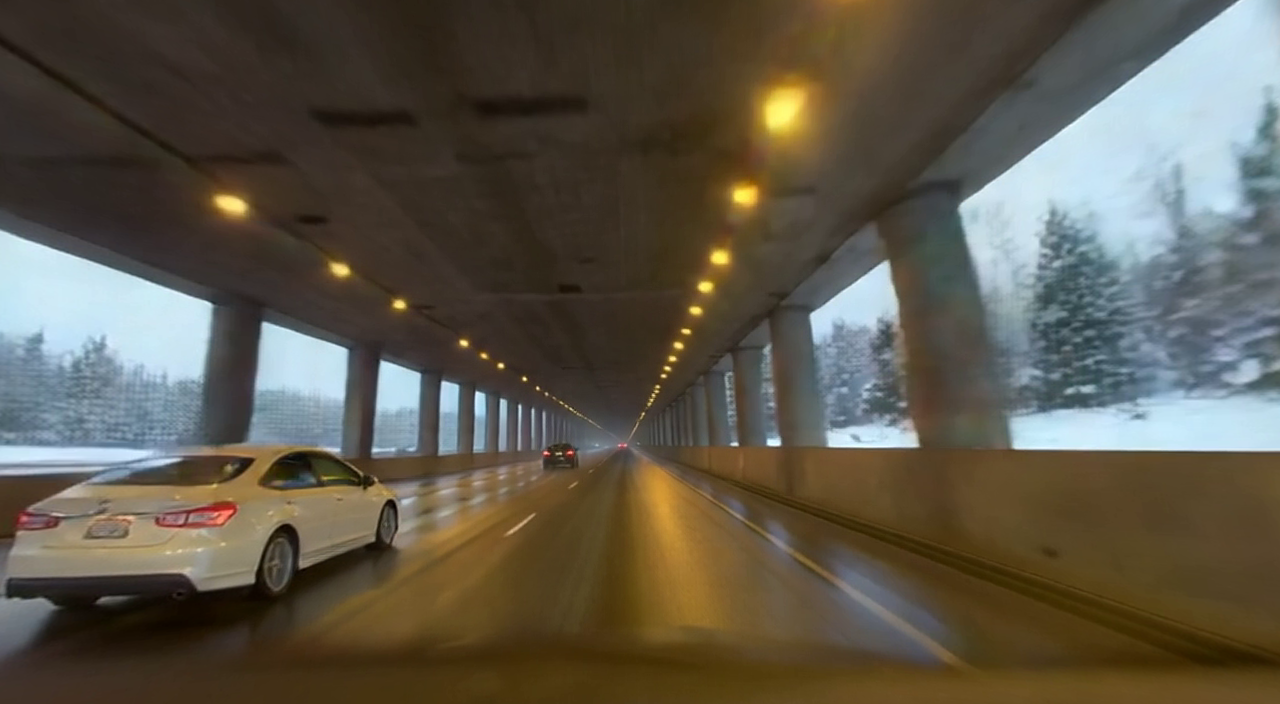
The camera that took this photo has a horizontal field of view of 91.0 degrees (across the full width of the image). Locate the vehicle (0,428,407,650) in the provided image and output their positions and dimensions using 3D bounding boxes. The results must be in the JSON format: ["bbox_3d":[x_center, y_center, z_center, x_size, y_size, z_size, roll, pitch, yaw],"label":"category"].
[{"bbox_3d":[-4.068,1.530,6.281,1.885,1.424,4.230,-1,-8,0],"label":"vehicle"}]

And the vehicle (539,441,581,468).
[{"bbox_3d":[-4.533,5.884,36.344,1.973,1.474,4.199,0,-8,-2],"label":"vehicle"}]
